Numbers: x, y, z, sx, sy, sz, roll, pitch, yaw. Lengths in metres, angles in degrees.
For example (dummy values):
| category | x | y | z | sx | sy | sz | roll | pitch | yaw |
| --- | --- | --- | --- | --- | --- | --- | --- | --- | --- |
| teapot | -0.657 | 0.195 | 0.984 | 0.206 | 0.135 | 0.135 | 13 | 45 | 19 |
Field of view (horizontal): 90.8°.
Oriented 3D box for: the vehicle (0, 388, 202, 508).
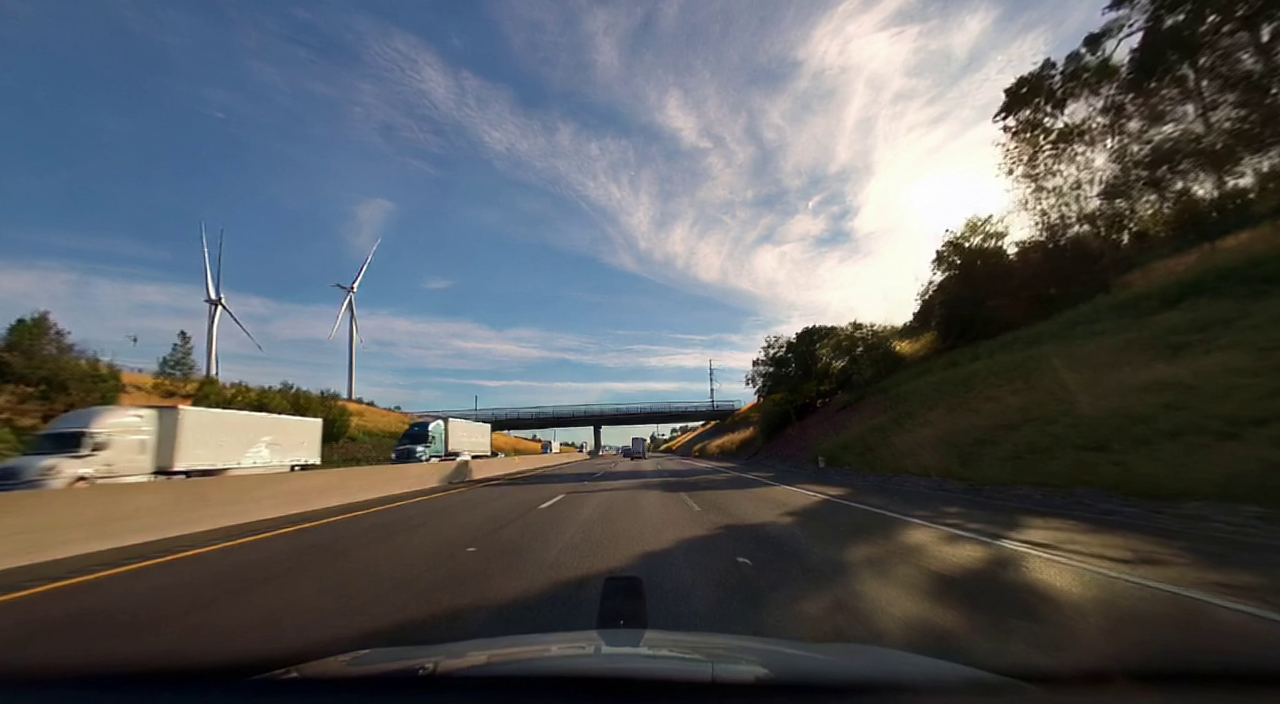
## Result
| category | x | y | z | sx | sy | sz | roll | pitch | yaw |
| --- | --- | --- | --- | --- | --- | --- | --- | --- | --- |
| vehicle | -19.715 | 3.489 | 23.069 | 2.978 | 3.778 | 5.928 | 0 | -9 | 0 |

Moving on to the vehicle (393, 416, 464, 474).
| category | x | y | z | sx | sy | sz | roll | pitch | yaw |
| --- | --- | --- | --- | --- | --- | --- | --- | --- | --- |
| vehicle | -15.686 | 6.978 | 47.343 | 3.154 | 4.039 | 6.070 | 0 | -9 | 0 |
